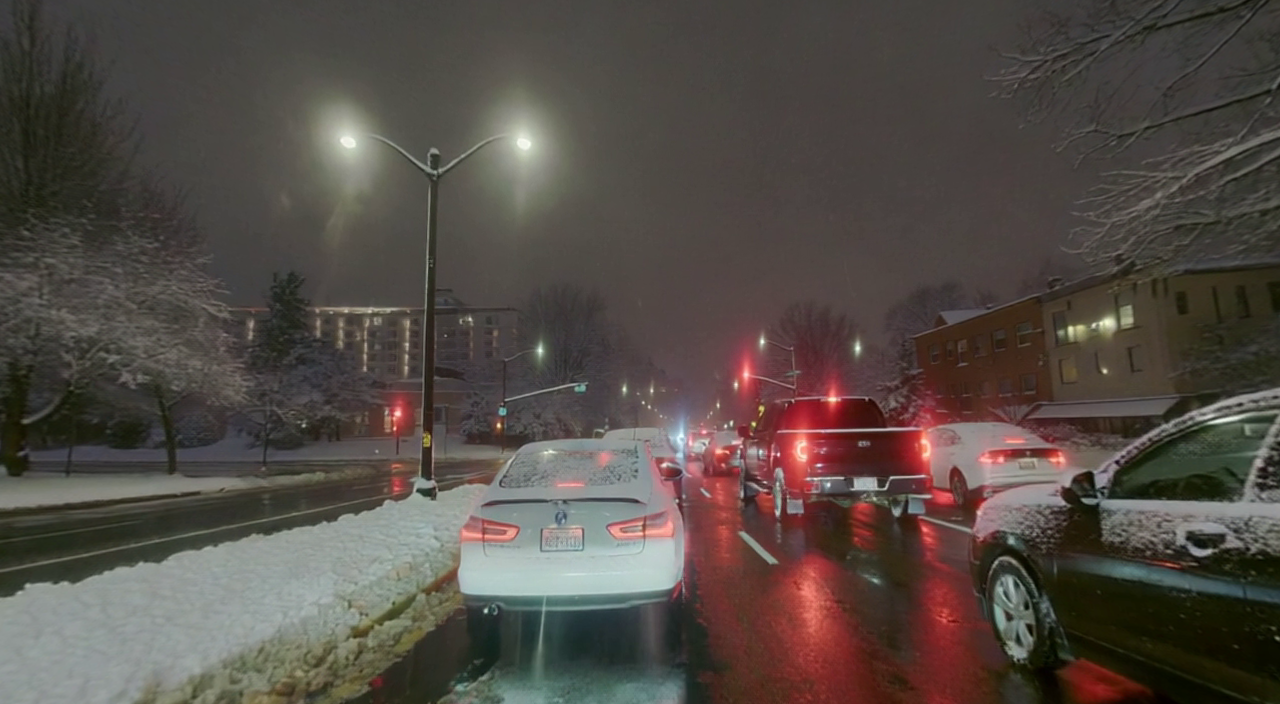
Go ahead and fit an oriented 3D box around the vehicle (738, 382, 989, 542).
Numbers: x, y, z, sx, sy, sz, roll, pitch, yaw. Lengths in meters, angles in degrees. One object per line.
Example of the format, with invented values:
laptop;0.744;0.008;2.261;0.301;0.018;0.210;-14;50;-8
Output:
vehicle;3.520;1.941;11.606;2.497;2.186;5.890;0;-9;1

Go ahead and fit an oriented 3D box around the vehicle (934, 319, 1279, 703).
vehicle;3.126;0.766;2.095;2.024;1.723;4.714;0;-9;1

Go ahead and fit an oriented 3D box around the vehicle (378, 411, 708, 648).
vehicle;-0.579;1.483;6.331;2.172;1.536;4.250;0;-9;2
